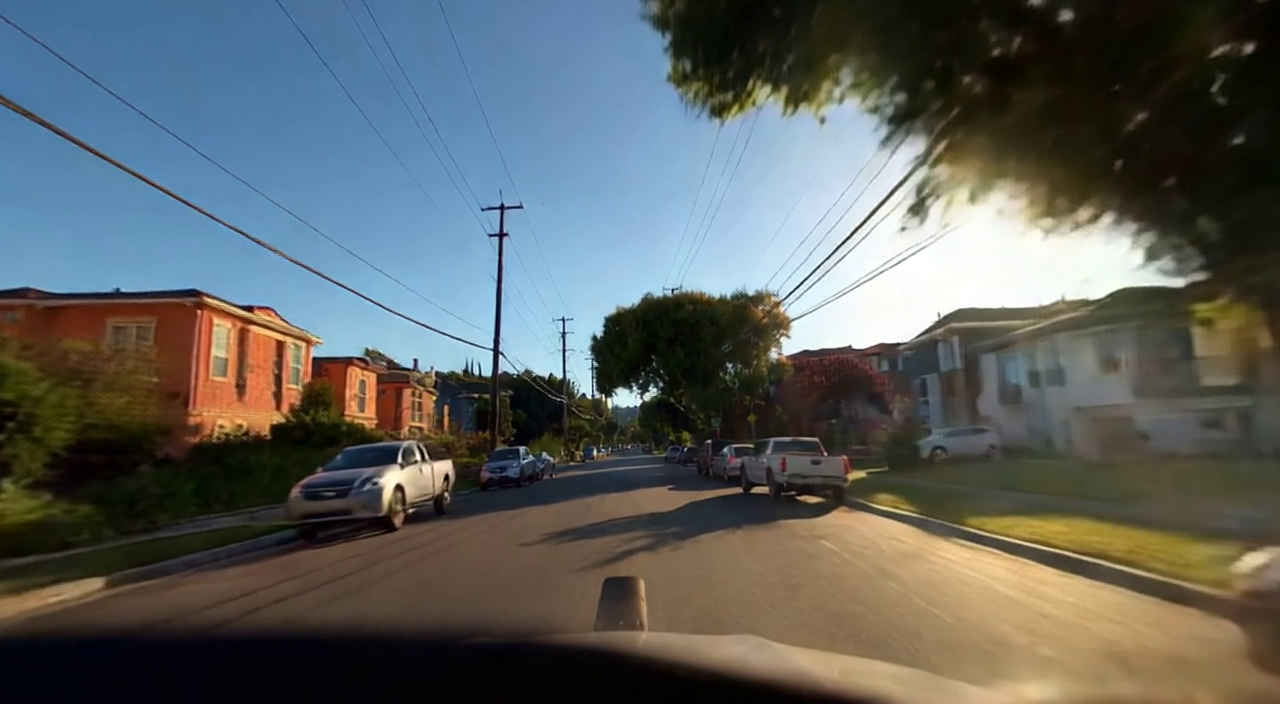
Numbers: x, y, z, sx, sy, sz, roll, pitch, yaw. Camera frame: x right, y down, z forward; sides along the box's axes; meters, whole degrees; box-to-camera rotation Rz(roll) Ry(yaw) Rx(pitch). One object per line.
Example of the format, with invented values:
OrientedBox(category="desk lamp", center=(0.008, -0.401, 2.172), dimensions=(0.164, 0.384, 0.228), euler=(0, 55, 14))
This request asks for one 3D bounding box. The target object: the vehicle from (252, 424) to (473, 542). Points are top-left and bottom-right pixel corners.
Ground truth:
OrientedBox(category="vehicle", center=(-5.525, 2.661, 13.781), dimensions=(2.285, 1.895, 5.883), euler=(-2, -8, -1))

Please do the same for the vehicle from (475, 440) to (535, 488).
OrientedBox(category="vehicle", center=(-5.838, 4.850, 27.842), dimensions=(2.046, 1.825, 4.627), euler=(-2, -8, -6))

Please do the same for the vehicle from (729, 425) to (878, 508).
OrientedBox(category="vehicle", center=(4.058, 2.994, 16.937), dimensions=(2.279, 1.848, 5.577), euler=(1, -9, -2))

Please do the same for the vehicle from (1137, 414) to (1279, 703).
OrientedBox(category="vehicle", center=(4.244, 0.823, 1.587), dimensions=(2.051, 1.479, 4.758), euler=(0, -9, -1))

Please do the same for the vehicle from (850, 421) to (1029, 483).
OrientedBox(category="vehicle", center=(10.637, 3.573, 22.747), dimensions=(5.376, 1.914, 1.988), euler=(-2, -8, -3))

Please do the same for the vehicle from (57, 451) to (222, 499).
OrientedBox(category="vehicle", center=(-17.665, 4.341, 22.463), dimensions=(4.184, 1.620, 1.852), euler=(0, -9, -1))
